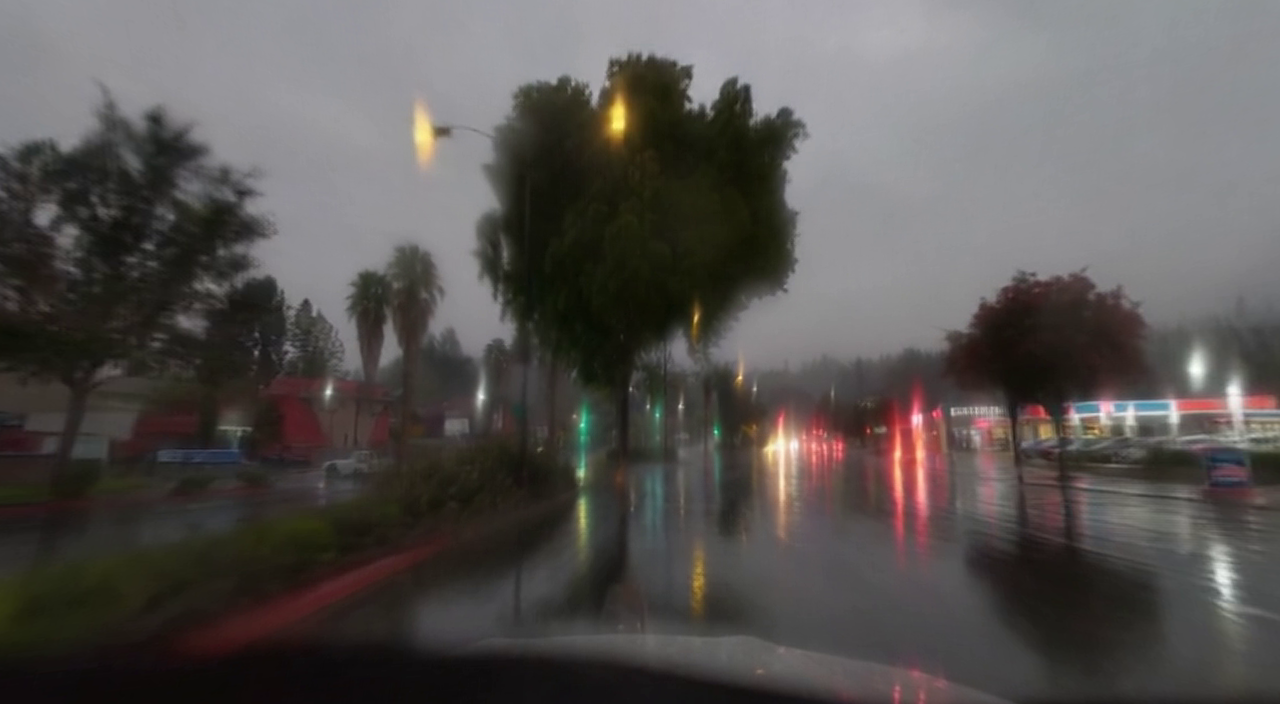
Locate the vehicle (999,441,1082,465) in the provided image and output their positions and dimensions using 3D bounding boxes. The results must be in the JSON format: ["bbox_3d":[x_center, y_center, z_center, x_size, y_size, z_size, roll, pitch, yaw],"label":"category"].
[{"bbox_3d":[26.077,6.594,41.332,1.843,1.455,4.558,2,-9,-11],"label":"vehicle"}]

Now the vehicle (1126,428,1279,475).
[{"bbox_3d":[24.099,4.163,26.644,2.239,1.742,5.364,2,-9,-14],"label":"vehicle"}]

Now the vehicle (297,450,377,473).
[{"bbox_3d":[-20.125,7.244,42.048,4.520,1.439,1.919,-2,-9,14],"label":"vehicle"}]

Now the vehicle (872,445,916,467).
[{"bbox_3d":[18.465,7.580,46.175,2.099,1.464,4.615,-2,-9,11],"label":"vehicle"}]
